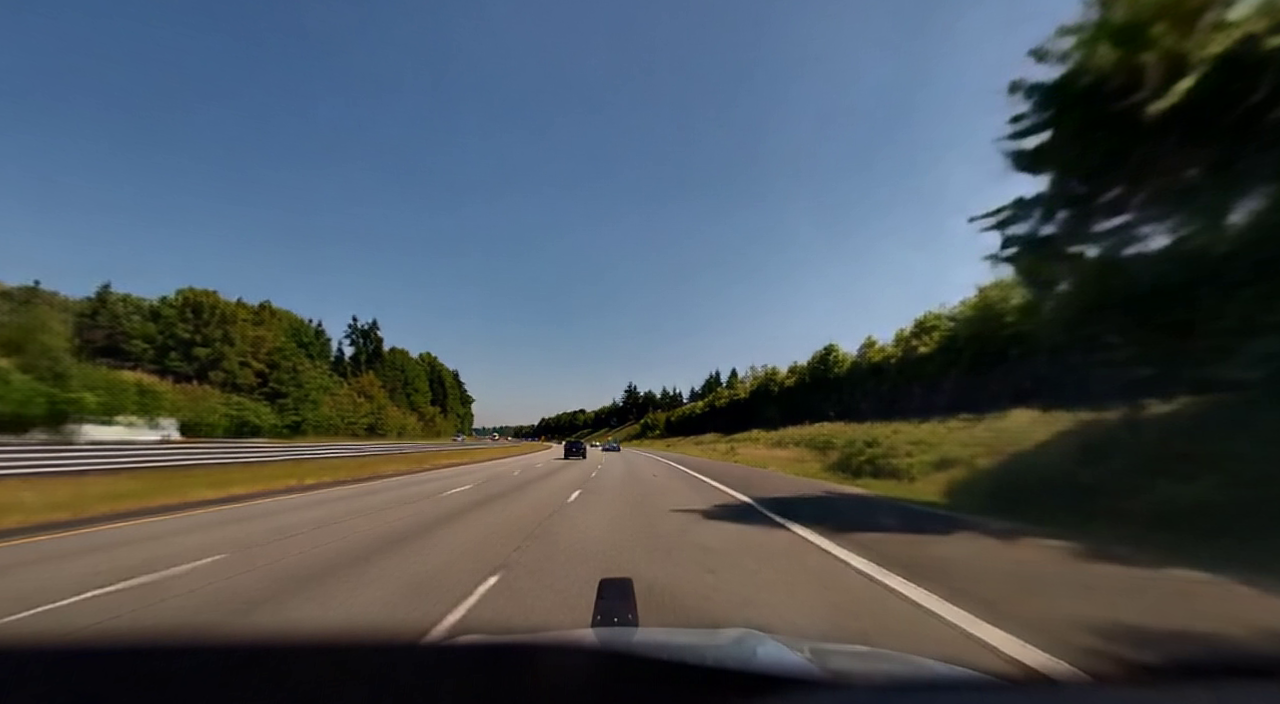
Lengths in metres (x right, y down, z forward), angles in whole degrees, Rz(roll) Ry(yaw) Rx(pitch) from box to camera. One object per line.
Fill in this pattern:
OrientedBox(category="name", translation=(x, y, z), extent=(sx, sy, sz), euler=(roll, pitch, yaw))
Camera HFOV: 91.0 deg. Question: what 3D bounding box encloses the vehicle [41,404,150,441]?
OrientedBox(category="vehicle", translation=(-23.949, 3.175, 27.856), extent=(1.751, 1.416, 3.650), euler=(-3, -8, -4))
